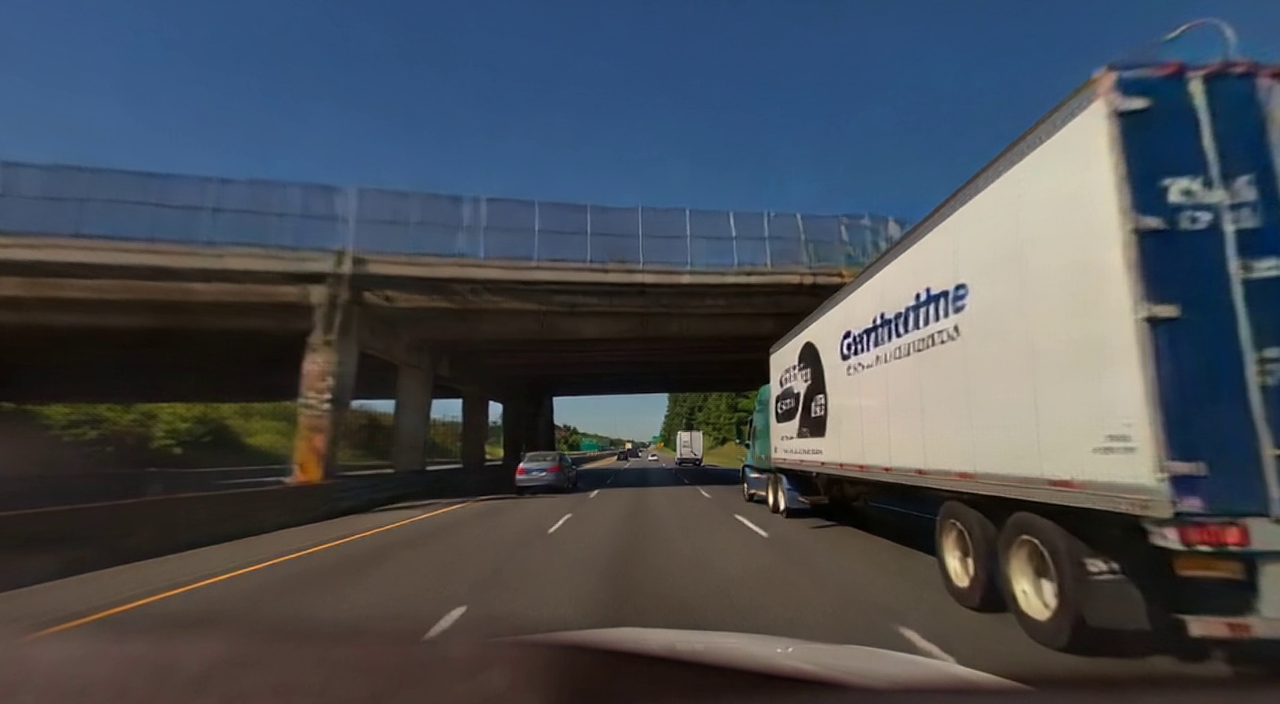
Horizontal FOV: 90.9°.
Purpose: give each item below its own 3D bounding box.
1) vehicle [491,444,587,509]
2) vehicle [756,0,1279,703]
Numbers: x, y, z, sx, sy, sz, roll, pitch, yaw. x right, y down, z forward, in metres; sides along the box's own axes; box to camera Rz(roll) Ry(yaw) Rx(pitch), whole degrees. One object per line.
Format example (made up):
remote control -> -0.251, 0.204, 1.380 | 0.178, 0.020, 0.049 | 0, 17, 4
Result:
vehicle -> -2.675, 3.413, 17.774 | 1.960, 1.579, 4.384 | 0, -9, 1
vehicle -> 4.610, 0.825, 9.750 | 2.858, 3.952, 13.731 | 0, -9, -1
